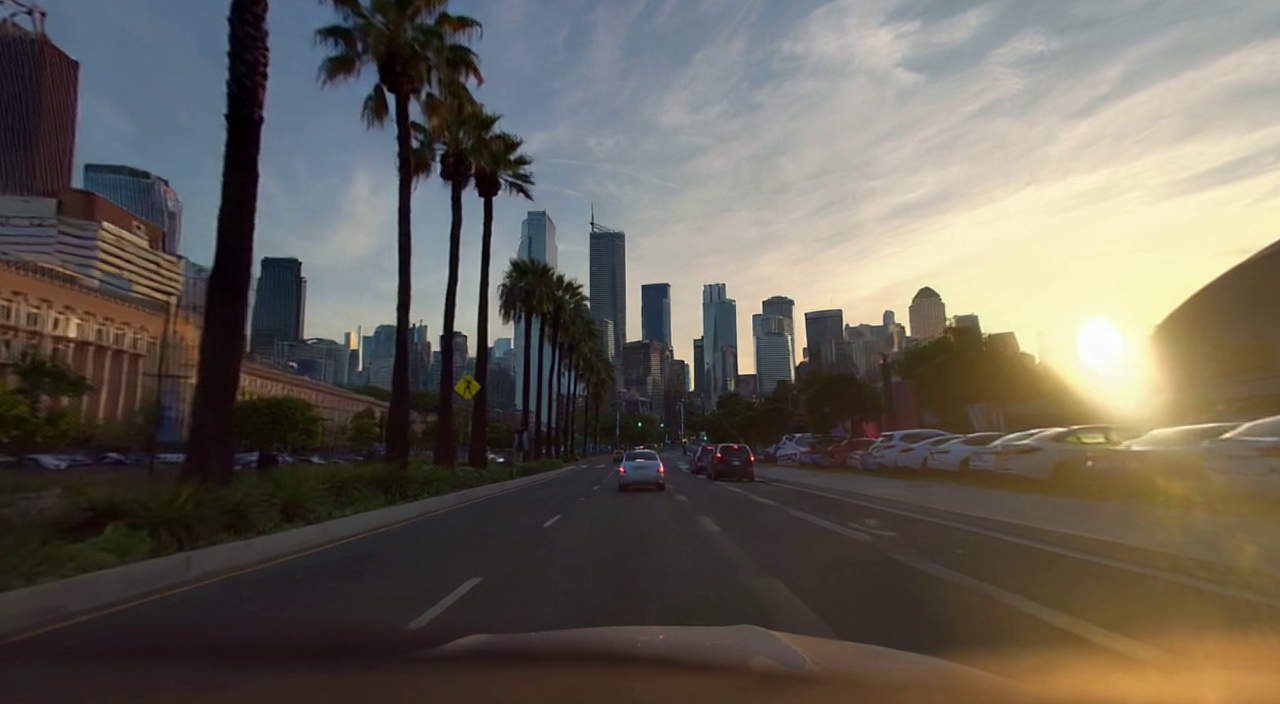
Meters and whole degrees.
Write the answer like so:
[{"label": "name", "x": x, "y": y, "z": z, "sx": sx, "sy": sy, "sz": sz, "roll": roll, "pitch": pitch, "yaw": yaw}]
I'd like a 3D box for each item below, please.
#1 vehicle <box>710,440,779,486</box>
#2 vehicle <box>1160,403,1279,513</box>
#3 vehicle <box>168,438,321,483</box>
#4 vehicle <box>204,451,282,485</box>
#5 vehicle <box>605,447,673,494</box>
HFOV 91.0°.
[{"label": "vehicle", "x": 4.408, "y": 4.769, "z": 27.357, "sx": 2.136, "sy": 1.774, "sz": 4.778, "roll": 0, "pitch": -9, "yaw": 0}, {"label": "vehicle", "x": 12.801, "y": 1.911, "z": 11.441, "sx": 4.583, "sy": 1.794, "sz": 2.453, "roll": 1, "pitch": -9, "yaw": -4}, {"label": "vehicle", "x": -30.578, "y": 8.448, "z": 49.937, "sx": 3.081, "sy": 3.048, "sz": 13.223, "roll": 0, "pitch": -9, "yaw": 3}, {"label": "vehicle", "x": -26.449, "y": 7.741, "z": 42.205, "sx": 2.277, "sy": 2.133, "sz": 4.869, "roll": 1, "pitch": -10, "yaw": -5}, {"label": "vehicle", "x": -0.028, "y": 4.205, "z": 22.792, "sx": 2.235, "sy": 1.528, "sz": 3.876, "roll": 0, "pitch": -9, "yaw": 0}]
